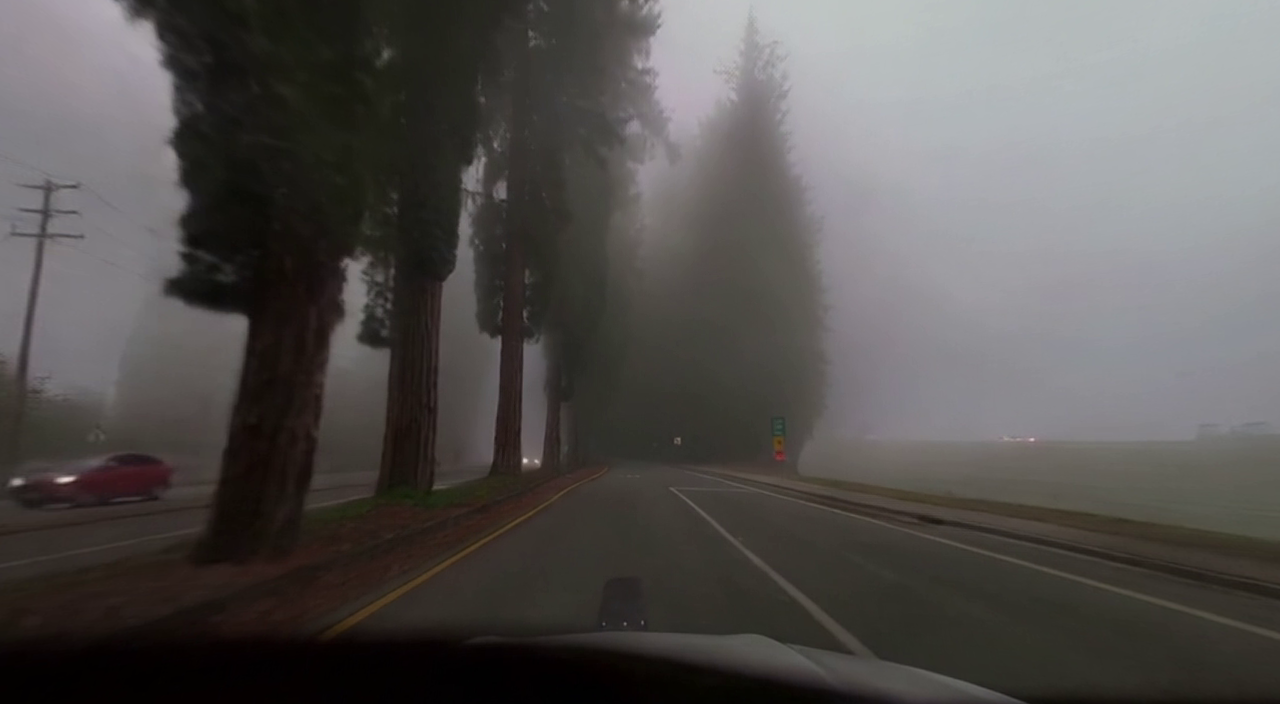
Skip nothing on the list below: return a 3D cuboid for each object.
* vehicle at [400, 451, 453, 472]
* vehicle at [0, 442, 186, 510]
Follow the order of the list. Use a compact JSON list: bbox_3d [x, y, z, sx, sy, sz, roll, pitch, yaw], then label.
[{"bbox_3d":[-16.289,8.395,48.349,2.200,1.496,4.809,-1,-9,2],"label":"vehicle"},{"bbox_3d":[-17.160,3.788,19.747,2.064,1.844,4.845,-1,-9,3],"label":"vehicle"}]
